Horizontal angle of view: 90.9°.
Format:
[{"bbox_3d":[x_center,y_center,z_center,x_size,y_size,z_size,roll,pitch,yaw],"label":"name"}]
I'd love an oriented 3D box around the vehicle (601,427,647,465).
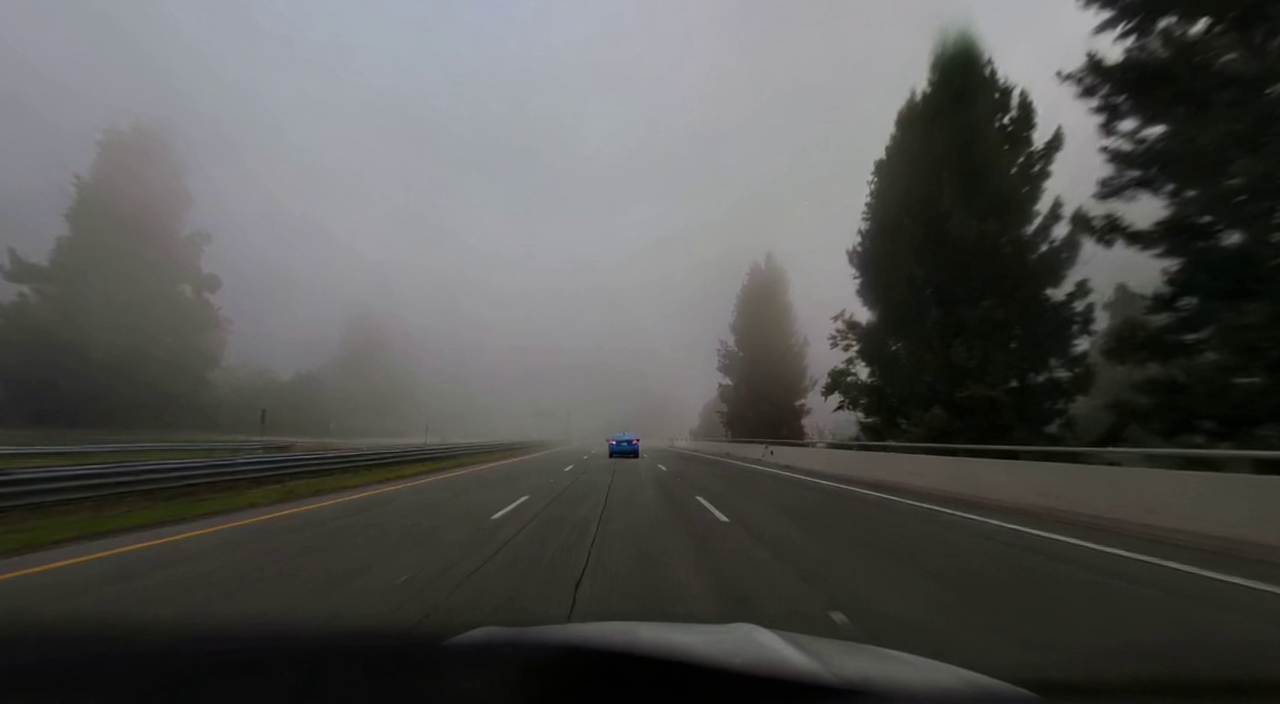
[{"bbox_3d":[-0.804,4.416,29.710,2.020,1.633,3.942,0,-8,-3],"label":"vehicle"}]
